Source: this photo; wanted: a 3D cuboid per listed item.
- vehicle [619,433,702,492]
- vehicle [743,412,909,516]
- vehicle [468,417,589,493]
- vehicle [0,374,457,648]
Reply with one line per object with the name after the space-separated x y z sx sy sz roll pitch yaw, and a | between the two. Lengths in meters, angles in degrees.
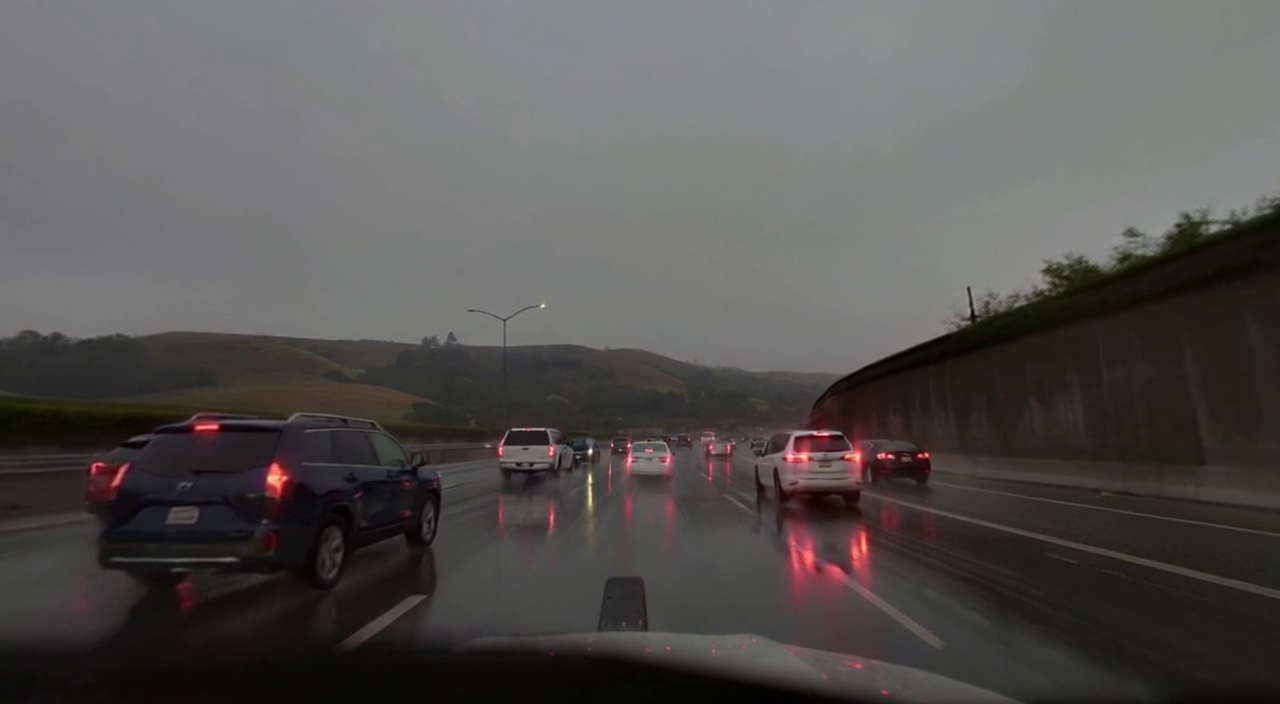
0.594 3.108 18.100 2.105 1.471 4.349 0 -8 2 | vehicle
3.526 2.230 13.026 2.046 1.765 4.534 0 -8 0 | vehicle
-3.014 2.967 18.544 2.301 1.902 5.374 -1 -8 3 | vehicle
-3.619 1.316 6.276 2.179 1.723 4.410 0 -8 1 | vehicle
